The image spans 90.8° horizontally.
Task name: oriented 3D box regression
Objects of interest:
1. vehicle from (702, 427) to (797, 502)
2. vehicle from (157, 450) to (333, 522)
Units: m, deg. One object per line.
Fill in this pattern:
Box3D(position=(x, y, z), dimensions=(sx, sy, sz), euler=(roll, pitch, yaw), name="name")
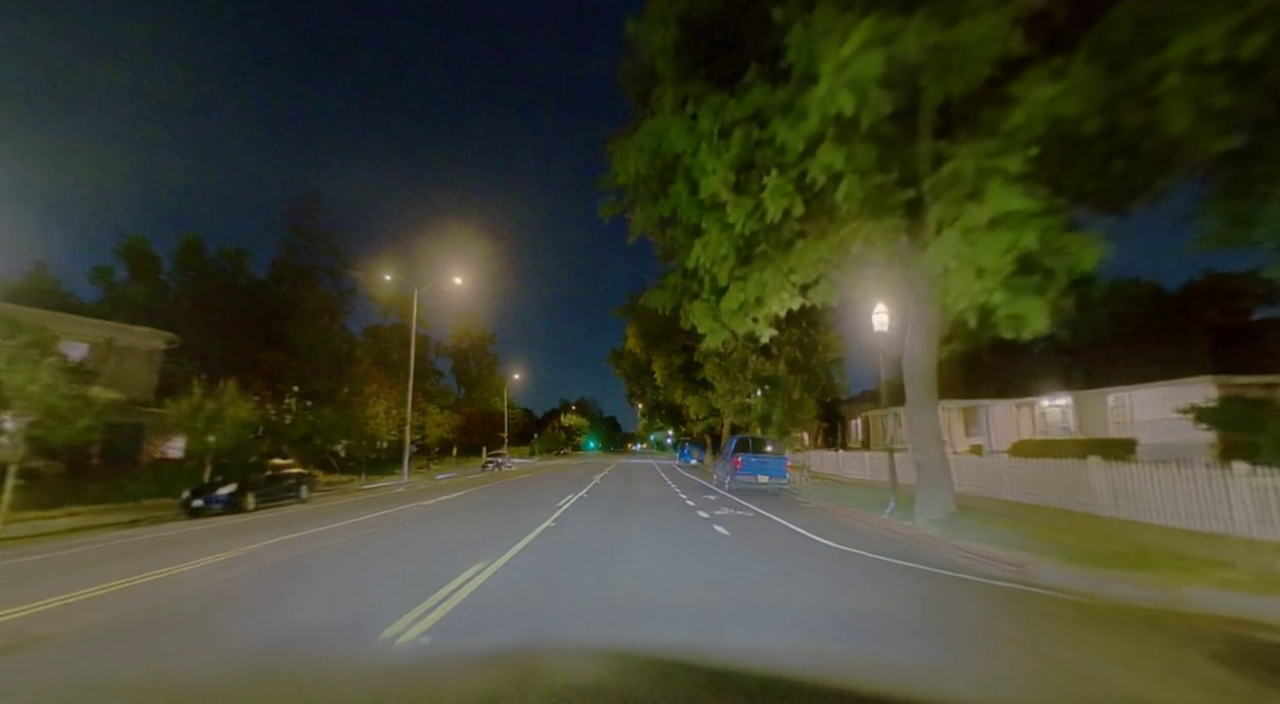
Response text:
Box3D(position=(3.762, 3.991, 22.942), dimensions=(2.504, 2.114, 6.073), euler=(5, -8, 3), name="vehicle")
Box3D(position=(-10.807, 3.639, 17.827), dimensions=(2.049, 1.527, 4.677), euler=(-3, -8, -1), name="vehicle")
